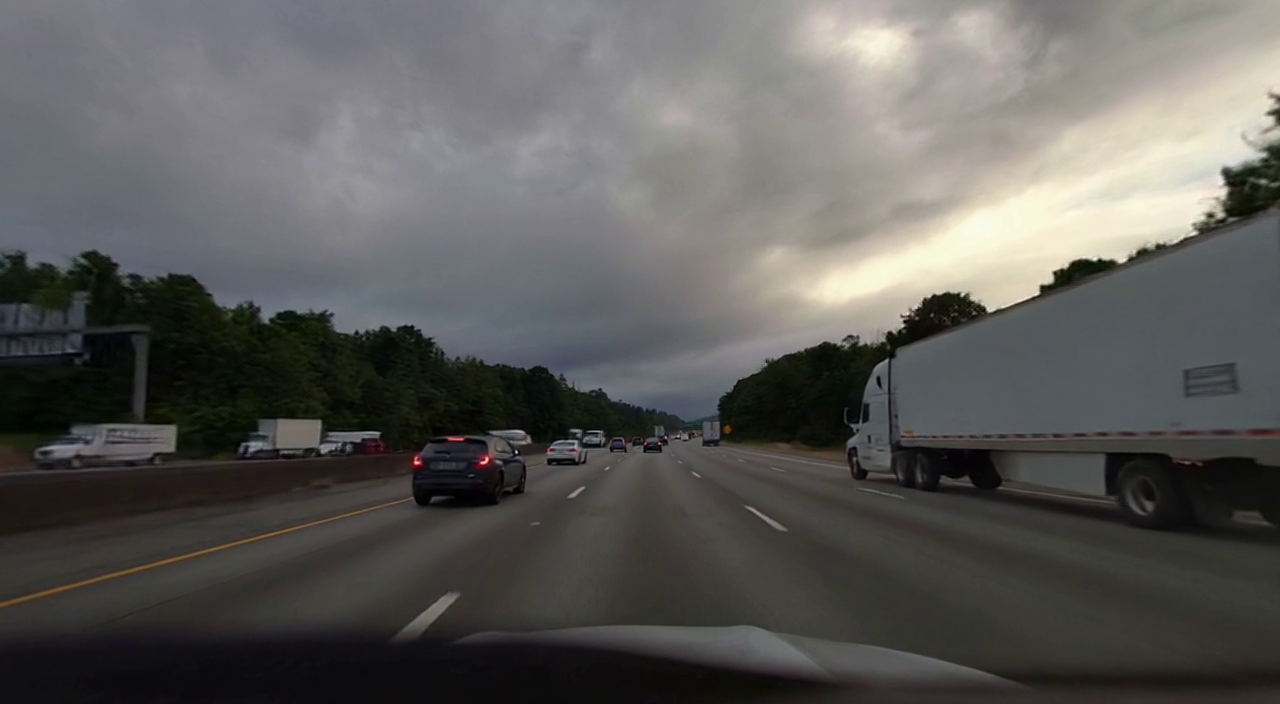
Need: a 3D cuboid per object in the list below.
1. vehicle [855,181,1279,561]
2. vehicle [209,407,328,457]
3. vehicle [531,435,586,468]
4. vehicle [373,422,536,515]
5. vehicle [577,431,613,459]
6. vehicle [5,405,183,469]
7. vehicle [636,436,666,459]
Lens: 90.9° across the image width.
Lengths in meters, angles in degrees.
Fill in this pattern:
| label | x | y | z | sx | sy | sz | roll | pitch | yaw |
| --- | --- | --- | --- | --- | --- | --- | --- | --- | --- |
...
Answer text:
| label | x | y | z | sx | sy | sz | roll | pitch | yaw |
| --- | --- | --- | --- | --- | --- | --- | --- | --- | --- |
| vehicle | 8.296 | 0.972 | 12.537 | 2.866 | 4.100 | 14.057 | 0 | -8 | -1 |
| vehicle | -27.420 | 6.036 | 47.254 | 3.004 | 3.311 | 9.145 | 0 | -8 | 2 |
| vehicle | -3.836 | 4.759 | 30.311 | 2.013 | 1.460 | 4.027 | 0 | -8 | 1 |
| vehicle | -3.633 | 2.348 | 13.289 | 2.137 | 1.618 | 4.209 | 0 | -8 | 0 |
| vehicle | -3.014 | 6.297 | 42.796 | 2.064 | 1.826 | 4.263 | 0 | -8 | 1 |
| vehicle | -31.945 | 5.085 | 37.583 | 2.853 | 3.353 | 8.451 | 0 | -8 | 1 |
| vehicle | 0.760 | 6.633 | 44.006 | 2.004 | 1.465 | 3.842 | 0 | -8 | 0 |
